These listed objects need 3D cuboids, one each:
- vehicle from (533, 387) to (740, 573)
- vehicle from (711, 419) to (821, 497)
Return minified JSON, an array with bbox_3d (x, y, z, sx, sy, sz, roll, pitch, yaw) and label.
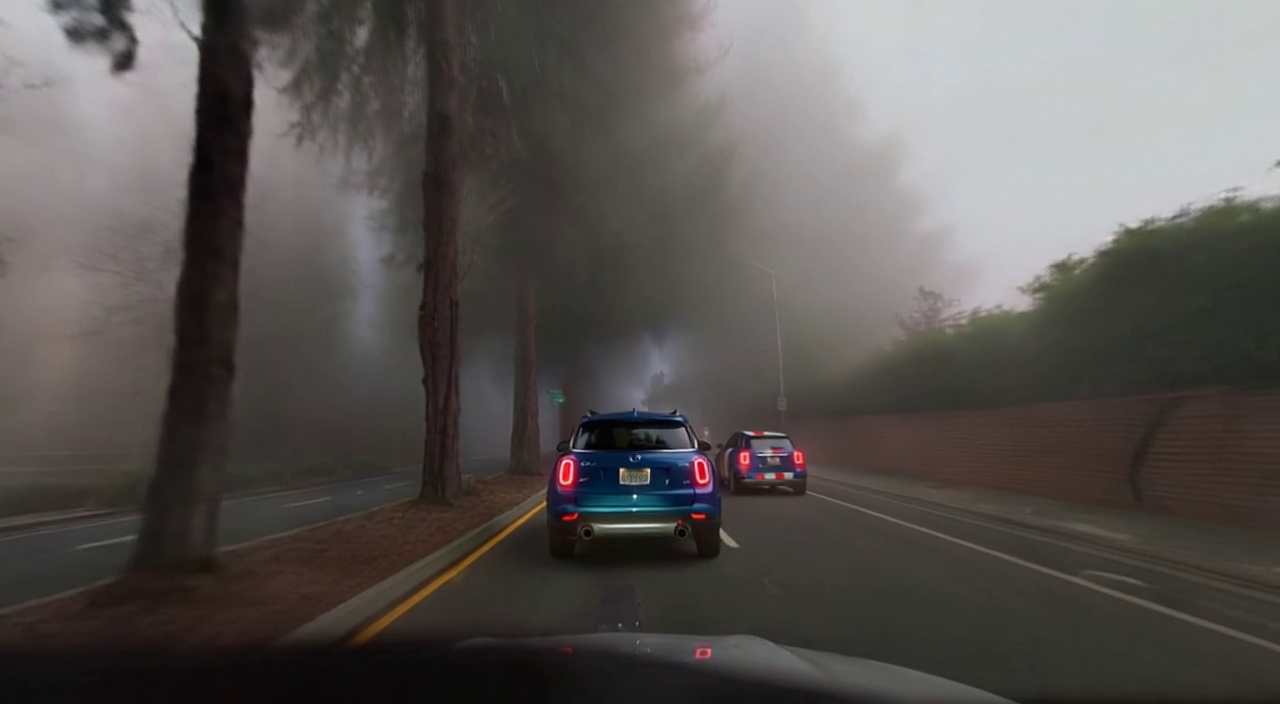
[{"bbox_3d":[-0.083,1.468,7.732,1.984,1.777,3.148,0,-8,-2],"label":"vehicle"},{"bbox_3d":[3.056,2.690,16.255,1.840,1.709,4.202,0,-8,-2],"label":"vehicle"}]
